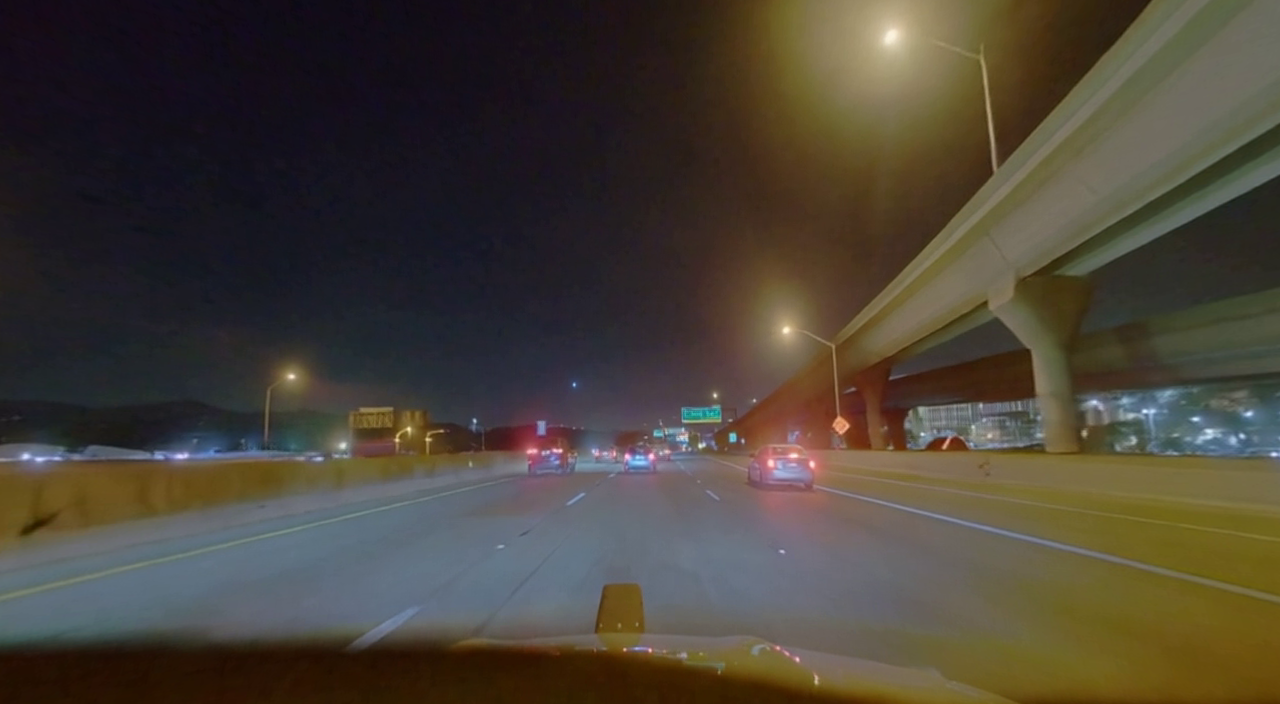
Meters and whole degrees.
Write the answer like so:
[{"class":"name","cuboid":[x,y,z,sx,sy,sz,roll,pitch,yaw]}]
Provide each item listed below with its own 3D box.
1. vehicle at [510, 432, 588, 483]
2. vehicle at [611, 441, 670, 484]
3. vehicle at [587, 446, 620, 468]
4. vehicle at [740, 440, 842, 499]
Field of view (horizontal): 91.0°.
[{"class":"vehicle","cuboid":[-3.478,4.151,25.094,2.142,1.819,4.648,0,-8,3]},{"class":"vehicle","cuboid":[0.078,4.172,24.216,2.089,1.493,3.964,0,-8,2]},{"class":"vehicle","cuboid":[-2.570,7.474,45.116,1.868,1.431,4.055,0,-8,3]},{"class":"vehicle","cuboid":[4.219,3.318,18.290,1.974,1.490,3.994,0,-8,0]}]
